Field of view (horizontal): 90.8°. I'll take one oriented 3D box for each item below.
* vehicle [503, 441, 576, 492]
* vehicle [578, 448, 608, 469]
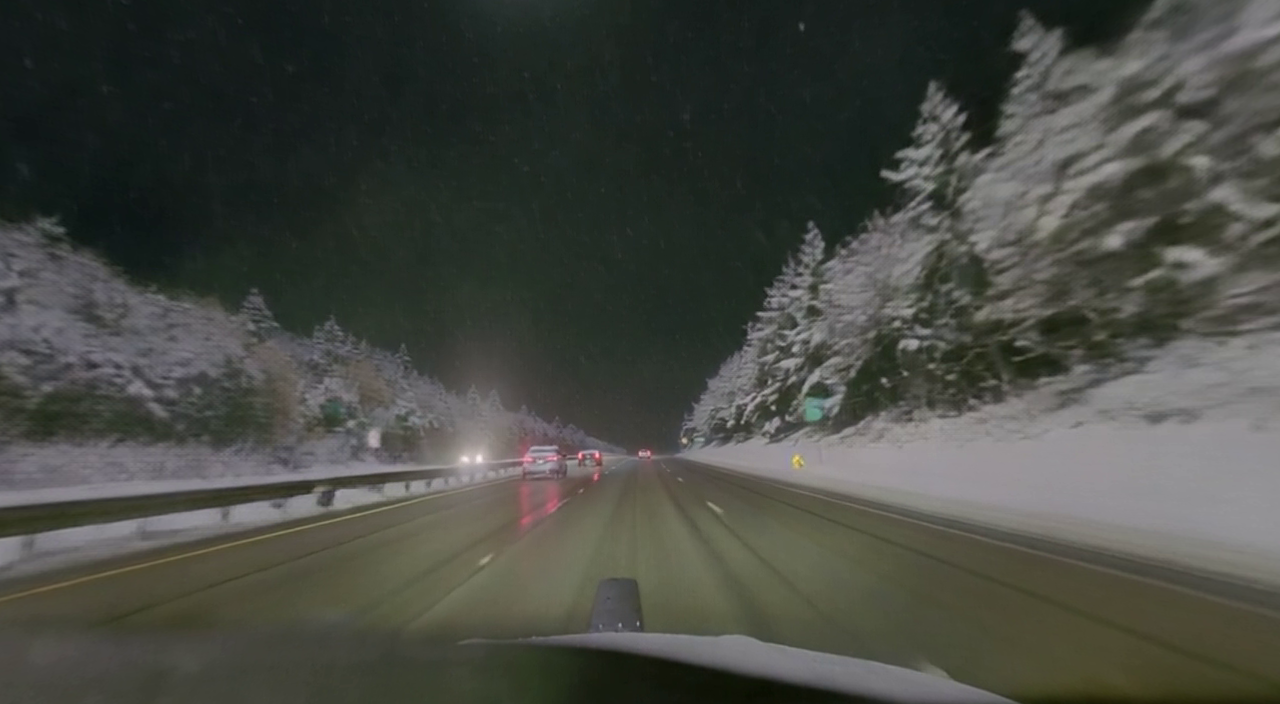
[{"bbox_3d":[-3.451,4.007,22.395,1.846,1.600,4.108,0,-9,1],"label":"vehicle"},{"bbox_3d":[-3.622,8.312,49.262,1.996,1.565,4.159,0,-9,1],"label":"vehicle"}]
